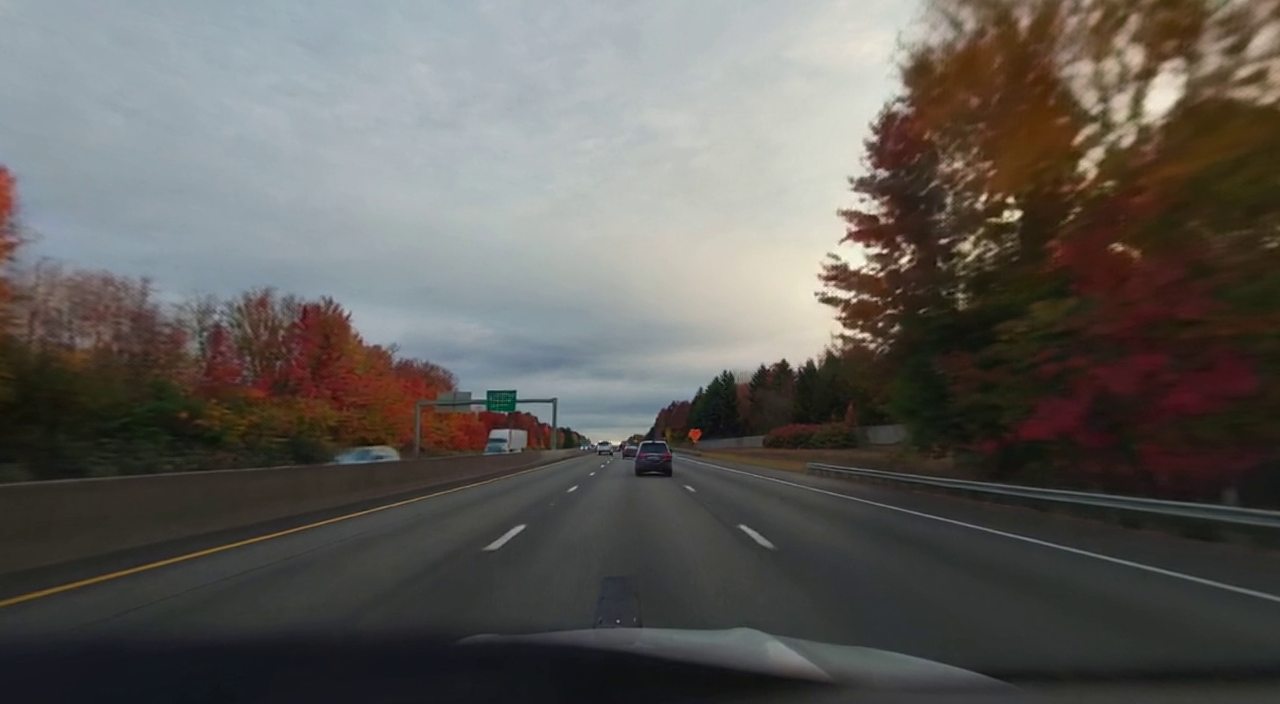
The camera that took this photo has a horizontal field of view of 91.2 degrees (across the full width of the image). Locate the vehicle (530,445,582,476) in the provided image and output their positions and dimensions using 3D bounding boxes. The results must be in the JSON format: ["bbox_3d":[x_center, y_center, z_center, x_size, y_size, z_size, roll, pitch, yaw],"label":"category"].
[{"bbox_3d":[-4.059,5.294,30.857,2.037,1.418,3.793,0,-9,0],"label":"vehicle"}]

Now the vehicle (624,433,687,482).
[{"bbox_3d":[0.515,4.168,24.935,2.250,1.718,4.358,0,-9,-1],"label":"vehicle"}]

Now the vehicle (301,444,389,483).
[{"bbox_3d":[-13.528,5.112,29.034,1.979,1.647,4.207,0,-9,0],"label":"vehicle"}]
